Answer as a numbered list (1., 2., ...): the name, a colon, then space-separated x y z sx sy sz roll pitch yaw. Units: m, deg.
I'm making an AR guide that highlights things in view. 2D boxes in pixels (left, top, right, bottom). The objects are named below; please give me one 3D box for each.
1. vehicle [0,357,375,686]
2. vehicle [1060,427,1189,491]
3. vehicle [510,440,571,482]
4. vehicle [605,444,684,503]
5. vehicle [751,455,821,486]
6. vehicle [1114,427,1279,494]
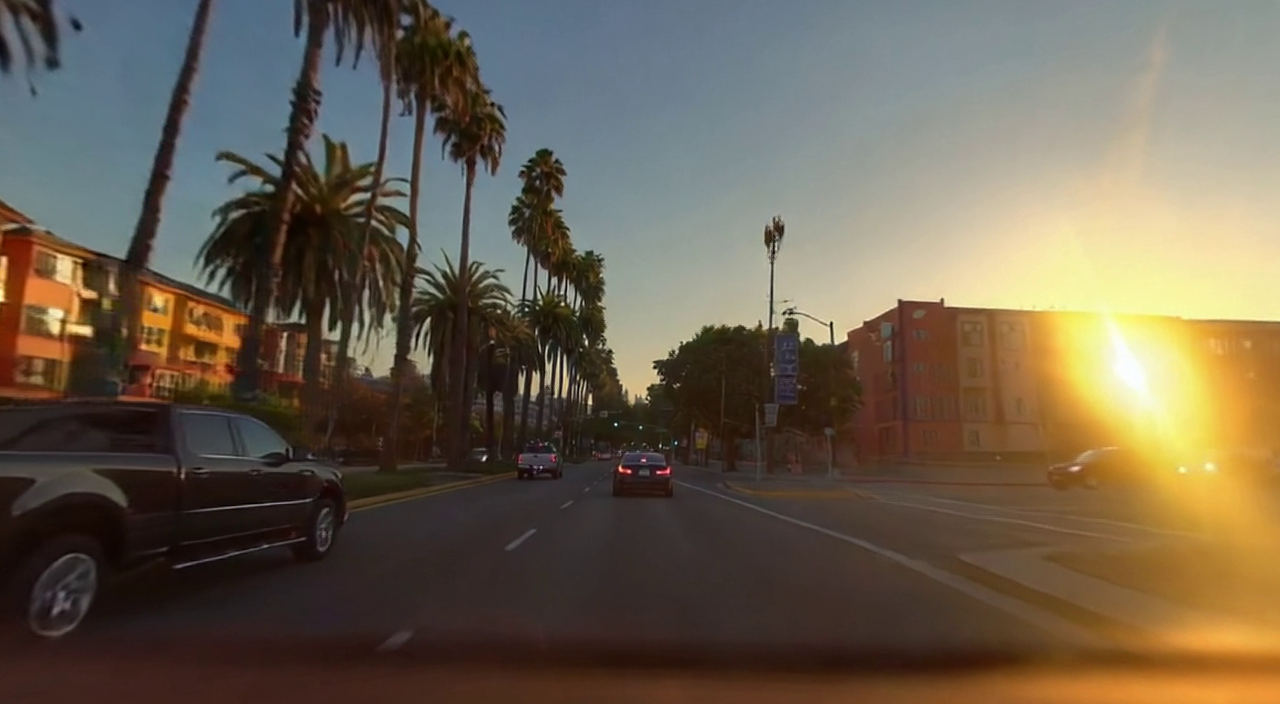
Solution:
1. vehicle: -4.862 1.313 5.786 2.187 1.904 6.103 0 -9 0
2. vehicle: 32.995 7.324 42.987 5.858 4.169 3.001 -1 -10 2
3. vehicle: -5.193 5.800 33.836 2.447 2.062 5.911 0 -9 -1
4. vehicle: 0.074 3.586 18.962 2.122 1.562 4.152 0 -9 -1
5. vehicle: 6.721 5.357 28.718 2.949 1.209 3.070 -1 -9 15
6. vehicle: 38.889 7.427 42.944 10.136 4.260 3.014 0 -9 2
